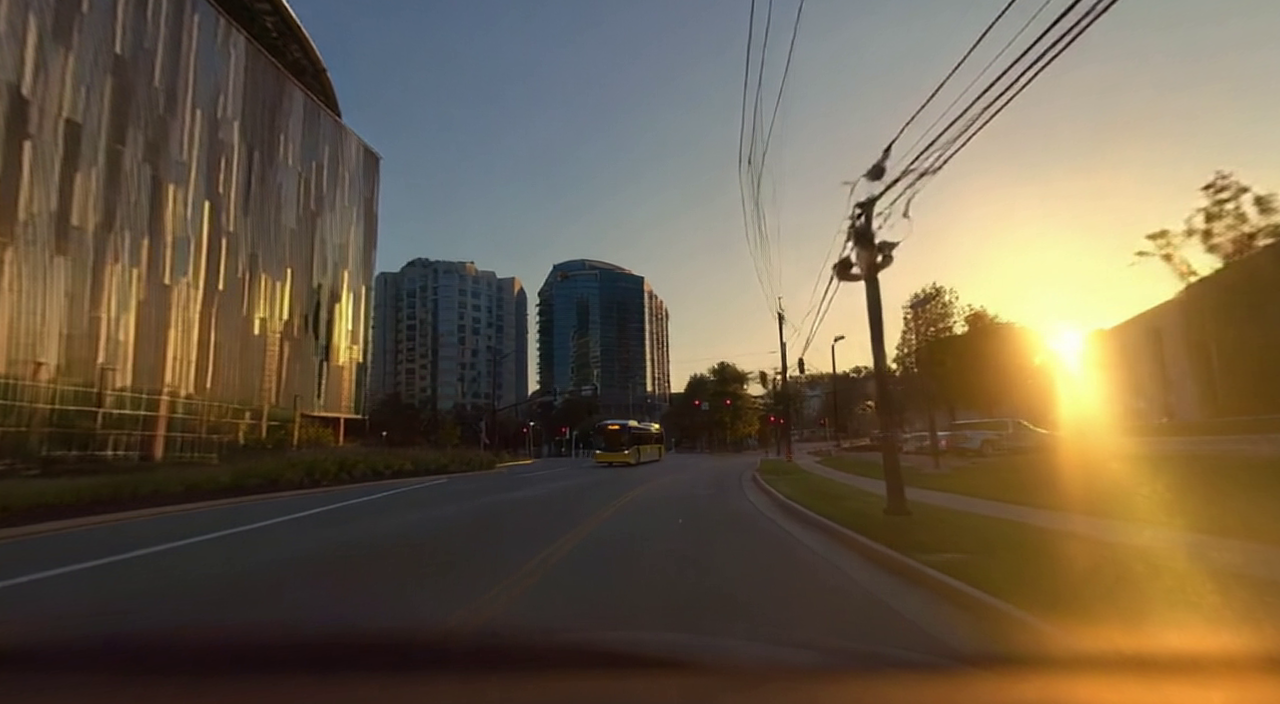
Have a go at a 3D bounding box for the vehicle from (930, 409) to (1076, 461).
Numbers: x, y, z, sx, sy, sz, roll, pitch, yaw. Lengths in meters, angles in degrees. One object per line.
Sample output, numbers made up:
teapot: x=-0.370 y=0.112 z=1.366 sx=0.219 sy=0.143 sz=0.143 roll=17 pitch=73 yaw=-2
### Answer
vehicle: x=15.110 y=3.533 z=26.512 sx=4.647 sy=1.951 sz=2.304 roll=-3 pitch=-9 yaw=8
